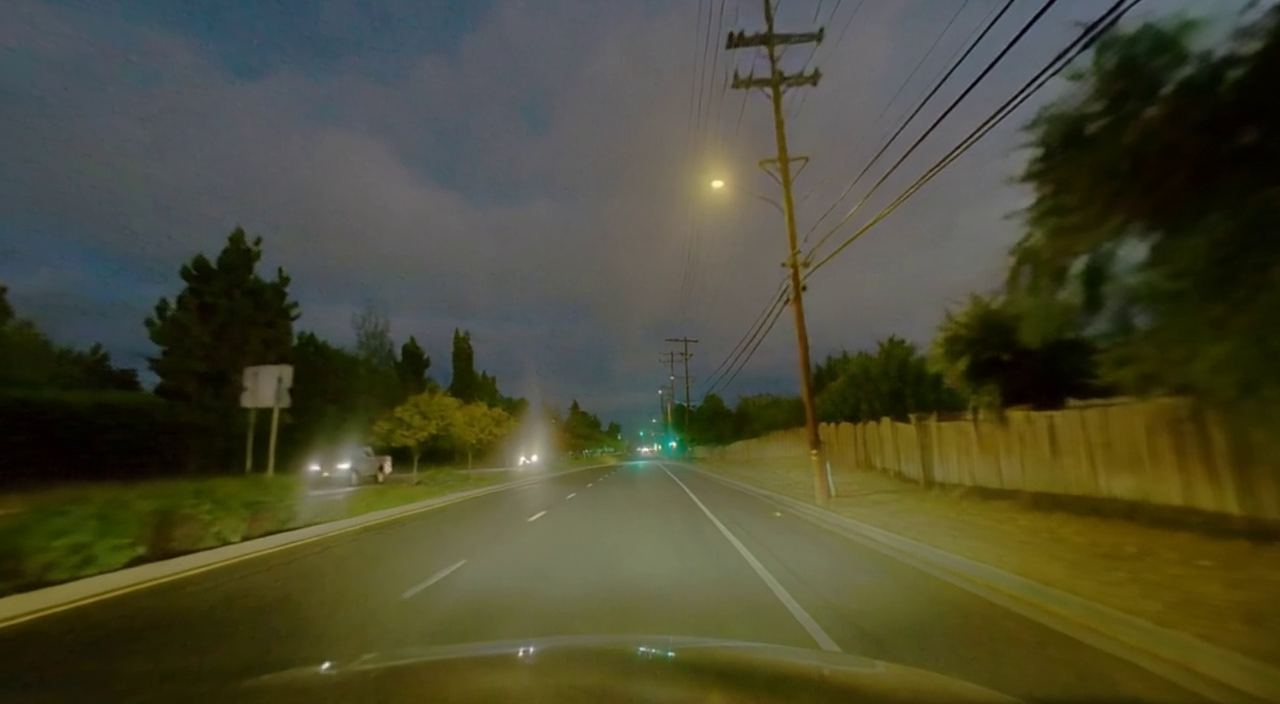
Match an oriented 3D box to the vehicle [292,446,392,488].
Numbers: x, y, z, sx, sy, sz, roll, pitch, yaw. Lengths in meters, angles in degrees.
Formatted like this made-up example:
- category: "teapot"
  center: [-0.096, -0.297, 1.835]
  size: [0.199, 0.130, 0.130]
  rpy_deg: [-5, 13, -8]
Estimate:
- category: "vehicle"
  center: [-15.299, 5.918, 32.847]
  size: [2.269, 1.943, 5.876]
  rpy_deg: [-1, -8, 1]
